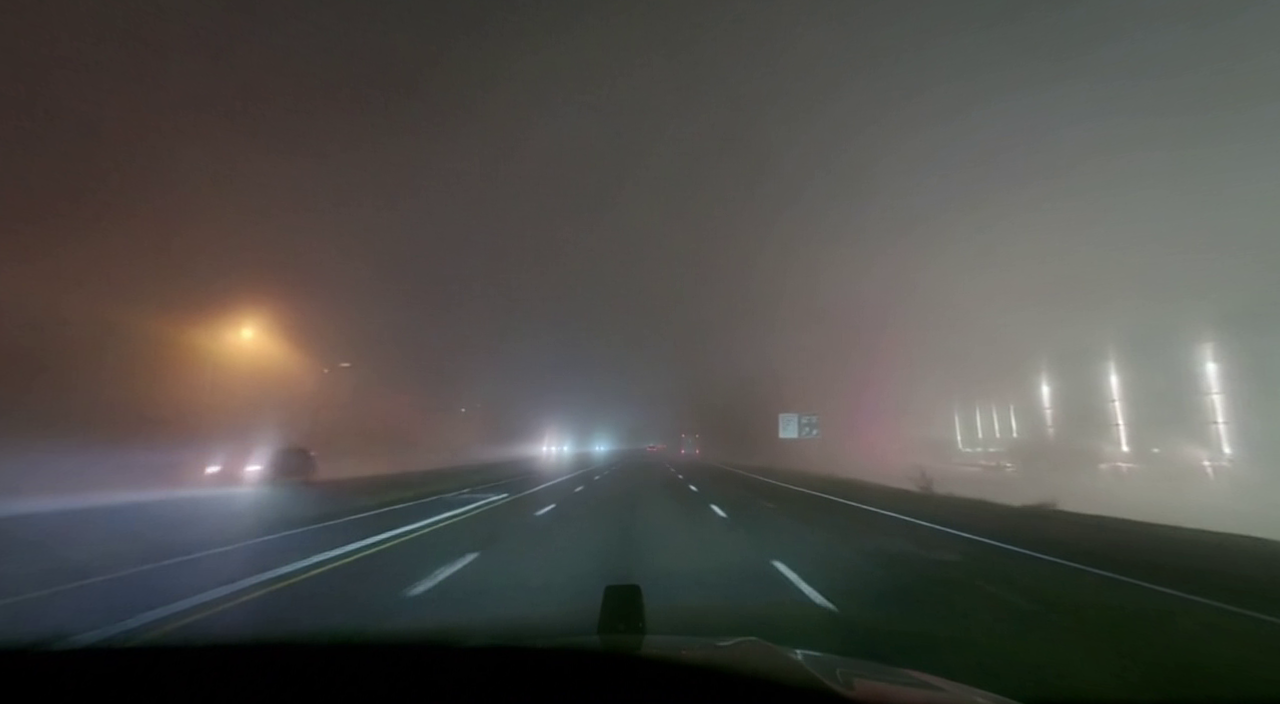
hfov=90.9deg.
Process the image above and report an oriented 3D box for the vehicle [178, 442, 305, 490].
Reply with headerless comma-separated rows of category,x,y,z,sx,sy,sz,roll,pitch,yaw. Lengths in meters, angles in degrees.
vehicle,-15.967,4.556,25.644,1.991,1.734,4.735,0,-8,1
